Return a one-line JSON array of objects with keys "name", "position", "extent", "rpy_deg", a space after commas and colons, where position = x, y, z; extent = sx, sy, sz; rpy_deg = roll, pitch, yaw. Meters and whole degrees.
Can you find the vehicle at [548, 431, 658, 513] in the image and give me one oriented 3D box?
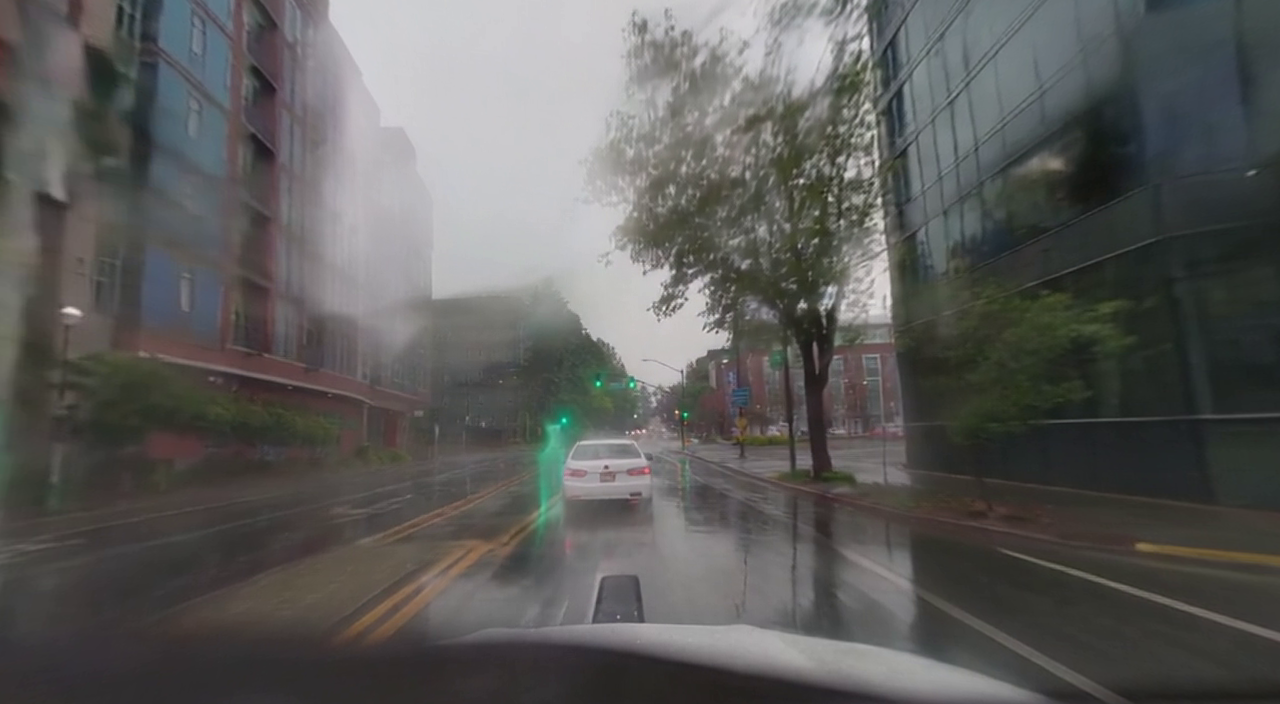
[{"name": "vehicle", "position": [-0.916, 2.398, 13.230], "extent": [1.950, 1.401, 4.159], "rpy_deg": [1, -8, -7]}]
